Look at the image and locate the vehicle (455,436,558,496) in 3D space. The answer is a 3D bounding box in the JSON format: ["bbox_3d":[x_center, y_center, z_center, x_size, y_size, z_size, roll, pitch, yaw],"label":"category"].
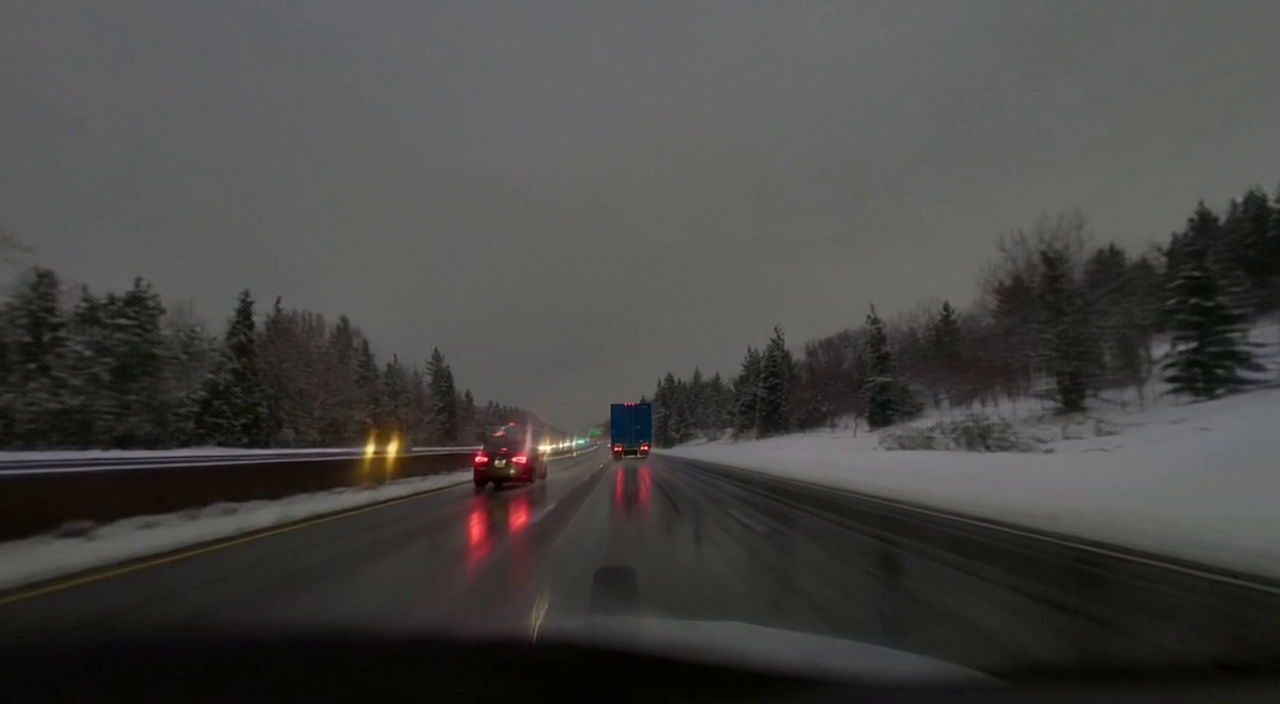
[{"bbox_3d":[-3.744,3.298,18.448,2.057,1.519,4.372,0,-9,1],"label":"vehicle"}]

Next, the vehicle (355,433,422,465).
[{"bbox_3d":[-13.969,5.442,35.058,1.983,1.629,4.311,0,-9,0],"label":"vehicle"}]
